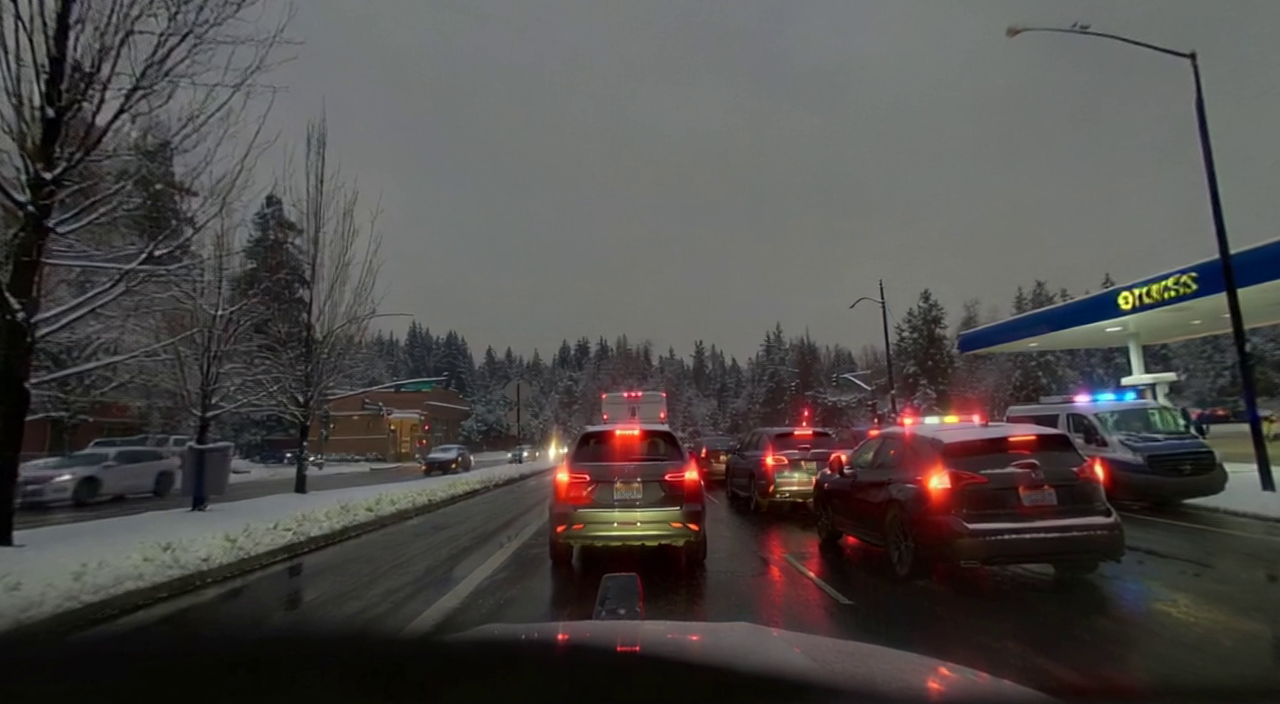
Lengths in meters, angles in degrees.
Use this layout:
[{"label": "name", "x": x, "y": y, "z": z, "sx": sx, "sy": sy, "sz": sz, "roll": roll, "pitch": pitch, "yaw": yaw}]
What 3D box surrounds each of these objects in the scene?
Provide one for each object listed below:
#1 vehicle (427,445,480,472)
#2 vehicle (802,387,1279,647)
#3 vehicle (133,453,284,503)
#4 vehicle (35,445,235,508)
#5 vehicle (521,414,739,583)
[{"label": "vehicle", "x": -11.410, "y": 6.508, "z": 38.925, "sx": 1.955, "sy": 1.546, "sz": 4.232, "roll": -1, "pitch": -9, "yaw": 1}, {"label": "vehicle", "x": 3.366, "y": 1.412, "z": 6.471, "sx": 2.056, "sy": 1.700, "sz": 4.399, "roll": 0, "pitch": -9, "yaw": -3}, {"label": "vehicle", "x": -14.782, "y": 4.300, "z": 22.039, "sx": 2.011, "sy": 1.465, "sz": 4.528, "roll": -1, "pitch": -9, "yaw": 1}, {"label": "vehicle", "x": -17.843, "y": 4.371, "z": 22.921, "sx": 2.325, "sy": 1.938, "sz": 5.913, "roll": 0, "pitch": -9, "yaw": 0}, {"label": "vehicle", "x": -0.140, "y": 1.695, "z": 8.040, "sx": 2.106, "sy": 1.613, "sz": 3.697, "roll": 0, "pitch": -9, "yaw": -1}]
